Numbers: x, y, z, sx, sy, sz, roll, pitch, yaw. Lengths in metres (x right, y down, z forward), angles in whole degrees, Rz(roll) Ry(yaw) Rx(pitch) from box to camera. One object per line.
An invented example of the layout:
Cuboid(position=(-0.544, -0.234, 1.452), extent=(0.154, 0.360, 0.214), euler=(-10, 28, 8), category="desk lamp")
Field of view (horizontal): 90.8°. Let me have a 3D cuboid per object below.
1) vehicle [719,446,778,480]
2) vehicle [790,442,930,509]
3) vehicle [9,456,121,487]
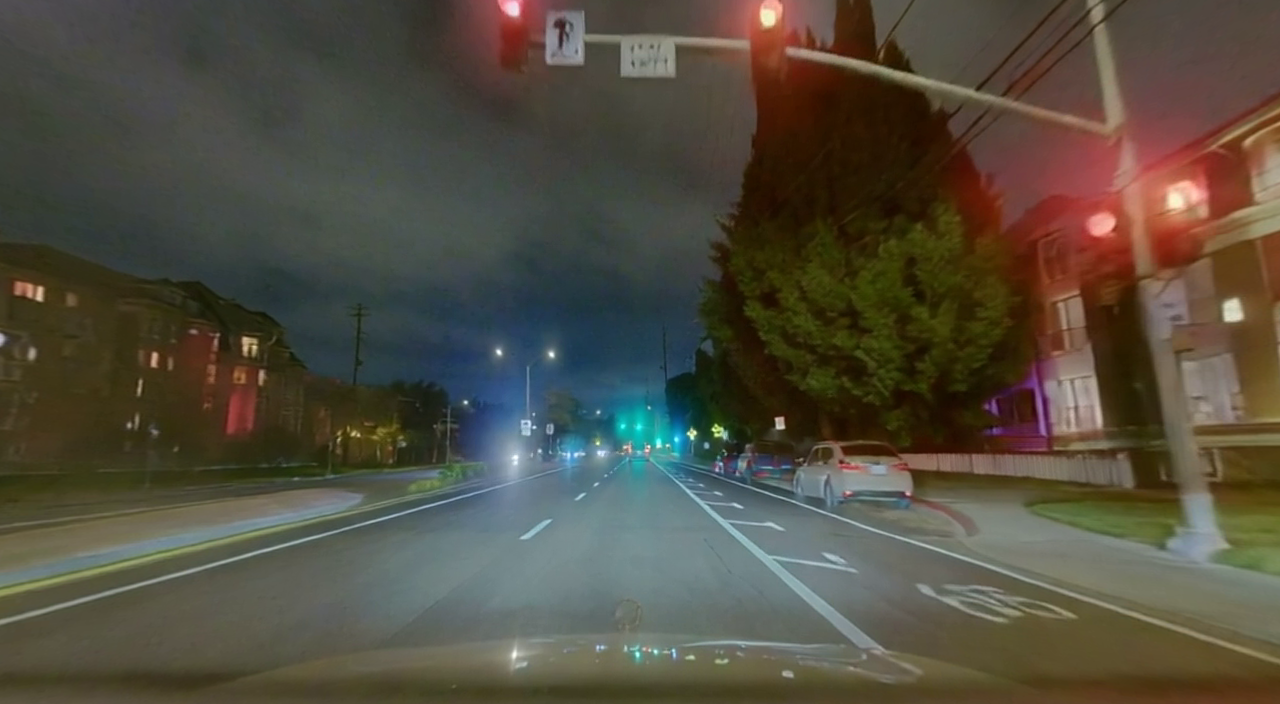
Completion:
Cuboid(position=(5.553, 5.736, 33.111), extent=(2.131, 1.604, 5.543), euler=(0, -9, 0), category="vehicle")
Cuboid(position=(5.741, 3.271, 17.291), extent=(2.066, 1.552, 4.799), euler=(0, -9, -1), category="vehicle")
Cuboid(position=(-37.852, 7.846, 41.691), extent=(4.982, 1.915, 2.401), euler=(0, -9, 0), category="vehicle")
